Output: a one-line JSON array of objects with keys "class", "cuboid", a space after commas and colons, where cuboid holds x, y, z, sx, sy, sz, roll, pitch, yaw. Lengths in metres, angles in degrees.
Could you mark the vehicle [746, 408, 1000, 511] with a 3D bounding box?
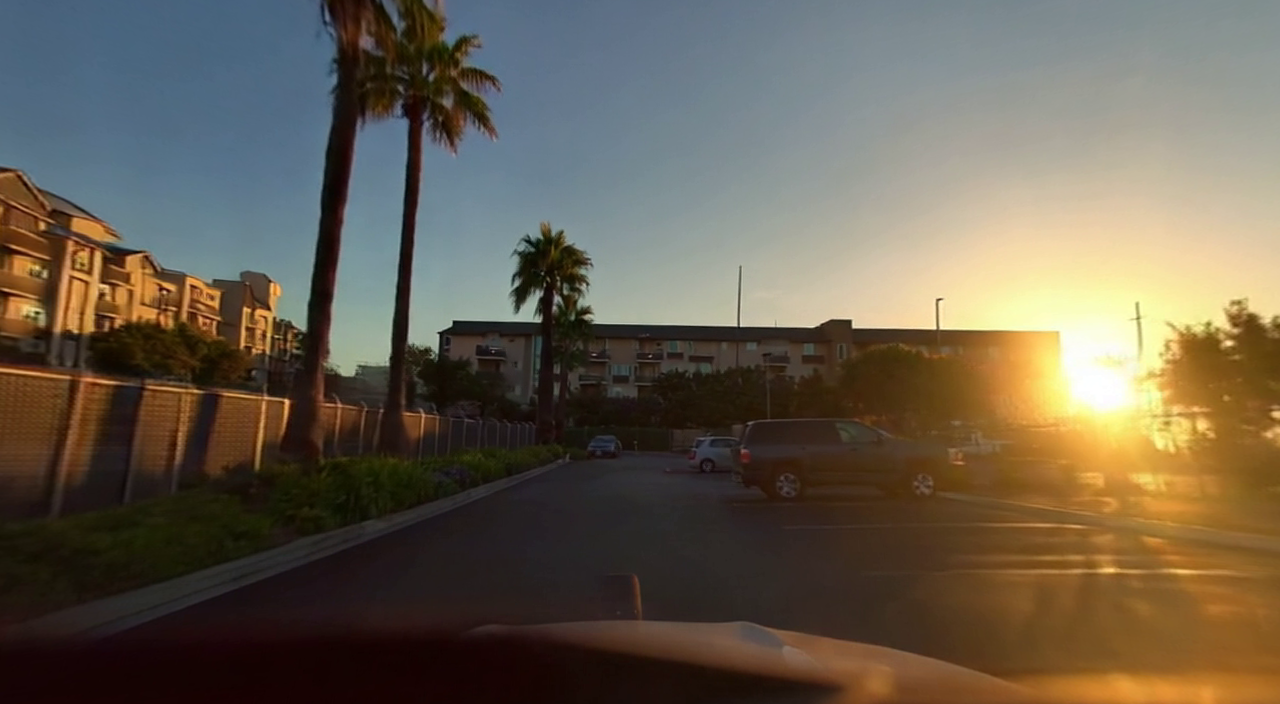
[{"class": "vehicle", "cuboid": [4.718, 2.235, 13.314, 4.609, 1.734, 1.909, 3, -8, 0]}]
